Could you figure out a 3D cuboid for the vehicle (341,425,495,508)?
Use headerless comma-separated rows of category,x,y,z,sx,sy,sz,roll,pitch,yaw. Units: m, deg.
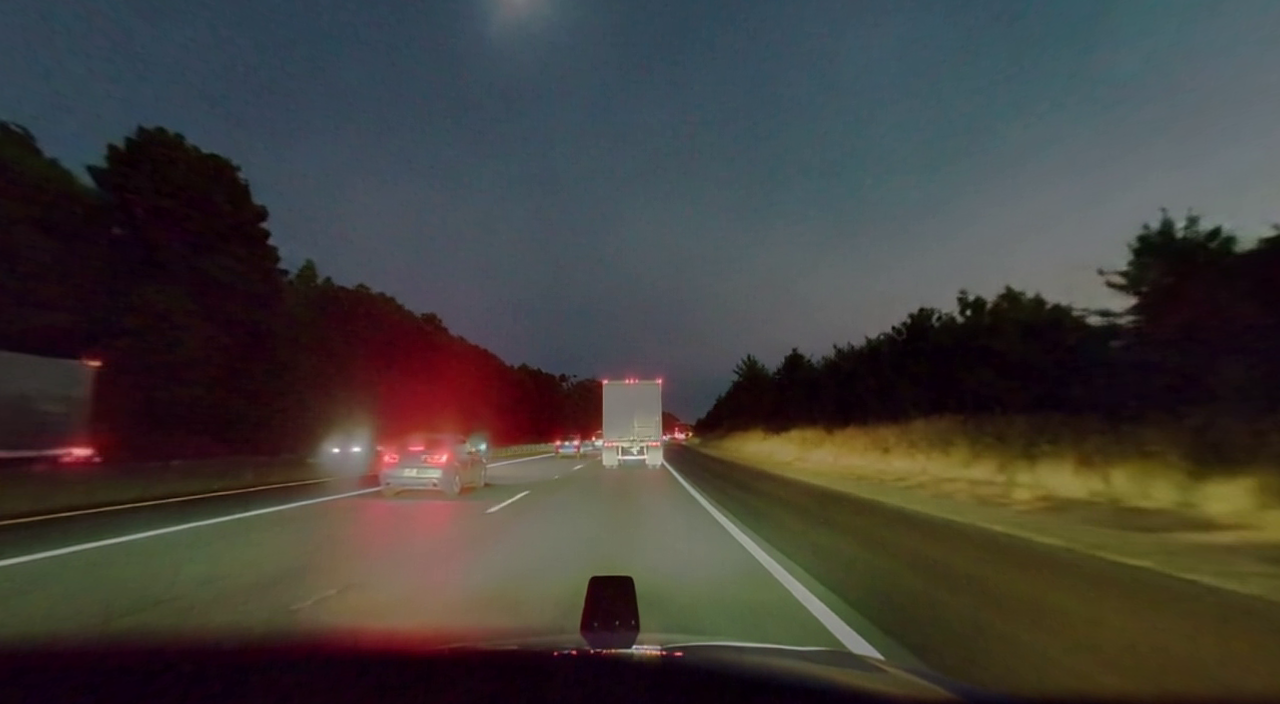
vehicle,-4.572,2.398,13.658,1.909,1.520,3.897,0,-8,0

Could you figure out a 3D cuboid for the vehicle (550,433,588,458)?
vehicle,-5.049,6.688,45.299,2.138,1.697,4.587,0,-8,1

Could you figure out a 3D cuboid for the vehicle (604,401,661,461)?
vehicle,-0.322,3.354,26.674,2.319,2.461,1.270,0,-8,0

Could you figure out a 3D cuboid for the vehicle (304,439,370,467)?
vehicle,-18.004,5.984,37.684,1.878,1.594,4.150,0,-8,0
